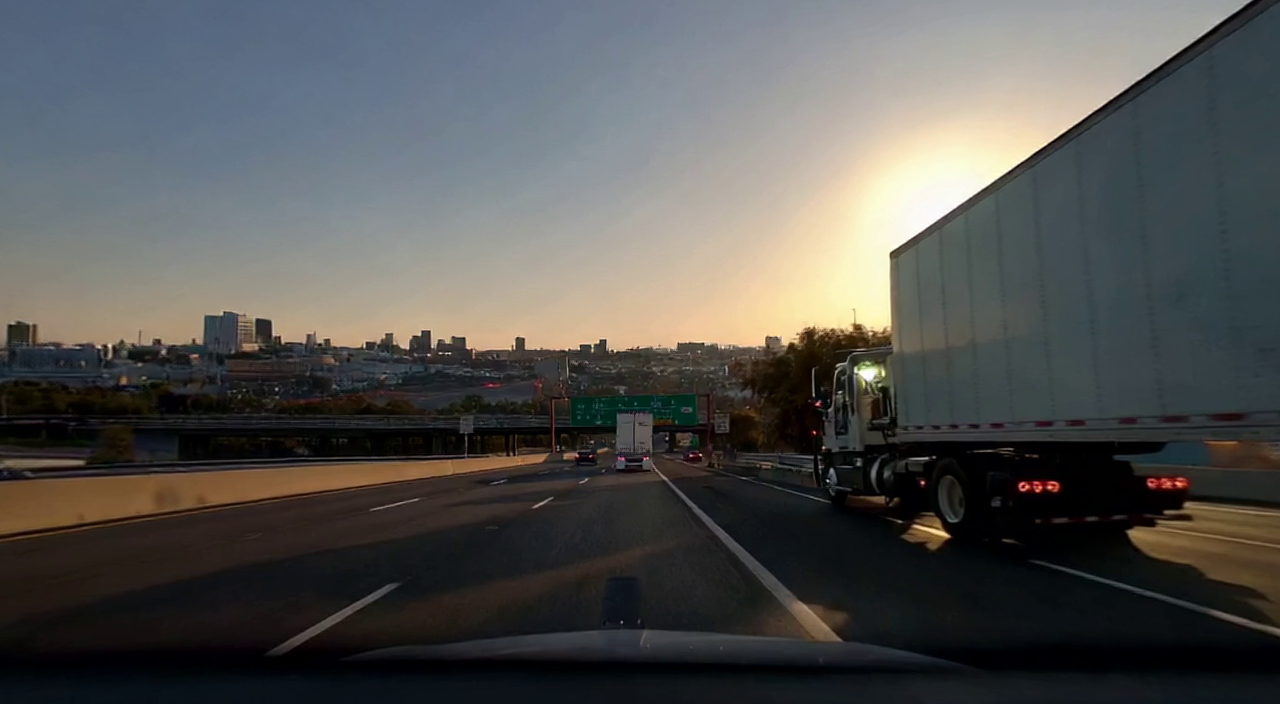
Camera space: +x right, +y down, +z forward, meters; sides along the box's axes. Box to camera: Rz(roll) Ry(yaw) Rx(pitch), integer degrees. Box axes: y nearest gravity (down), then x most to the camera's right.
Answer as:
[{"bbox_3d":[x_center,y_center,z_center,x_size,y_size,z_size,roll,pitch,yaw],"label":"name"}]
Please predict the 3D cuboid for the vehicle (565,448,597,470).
[{"bbox_3d":[-4.258,7.764,45.948,1.986,1.508,4.133,0,-9,-1],"label":"vehicle"}]
